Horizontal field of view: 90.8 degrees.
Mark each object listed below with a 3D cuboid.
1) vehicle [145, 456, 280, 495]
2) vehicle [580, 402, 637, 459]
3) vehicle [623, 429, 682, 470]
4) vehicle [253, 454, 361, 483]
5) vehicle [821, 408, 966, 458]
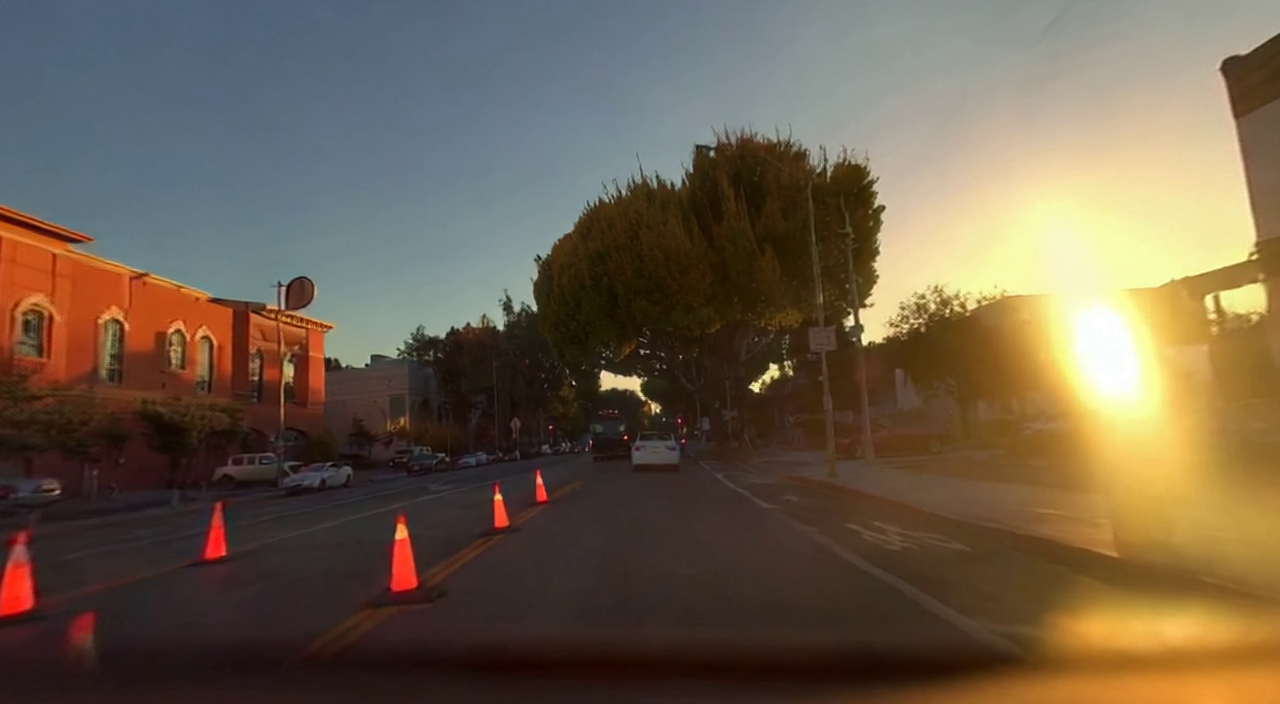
[{"bbox_3d":[-19.678,5.680,29.245,4.696,1.513,2.243,-1,-7,3],"label":"vehicle"},{"bbox_3d":[-1.828,5.312,42.931,2.977,3.271,12.748,0,-7,1],"label":"vehicle"},{"bbox_3d":[0.520,3.845,25.390,2.159,1.506,4.086,0,-7,2],"label":"vehicle"},{"bbox_3d":[-18.763,6.543,35.690,4.952,1.510,2.115,-1,-7,5],"label":"vehicle"},{"bbox_3d":[10.200,3.288,25.708,4.859,1.914,2.333,0,-7,-4],"label":"vehicle"}]
